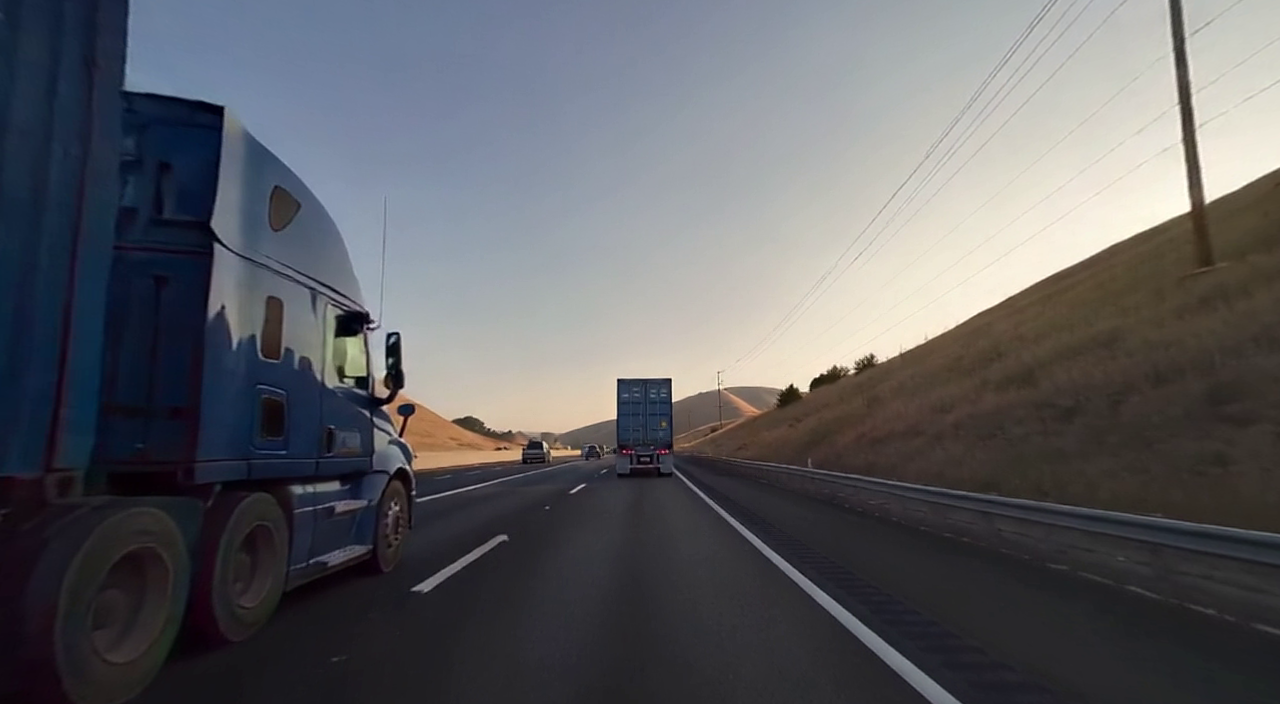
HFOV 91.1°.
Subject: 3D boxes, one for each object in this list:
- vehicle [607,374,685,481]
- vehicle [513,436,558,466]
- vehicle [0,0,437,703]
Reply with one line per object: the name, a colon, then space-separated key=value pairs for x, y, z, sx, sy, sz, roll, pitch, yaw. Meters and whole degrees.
vehicle: x=0.203 y=3.769 z=30.141 sx=3.006 sy=4.120 sz=11.586 roll=0 pitch=-9 yaw=0
vehicle: x=-7.062 y=6.739 z=42.928 sx=2.214 sy=1.899 sz=4.719 roll=0 pitch=-9 yaw=1
vehicle: x=-4.040 y=-0.388 z=1.886 sx=3.314 sy=4.224 sz=9.816 roll=0 pitch=-9 yaw=1
